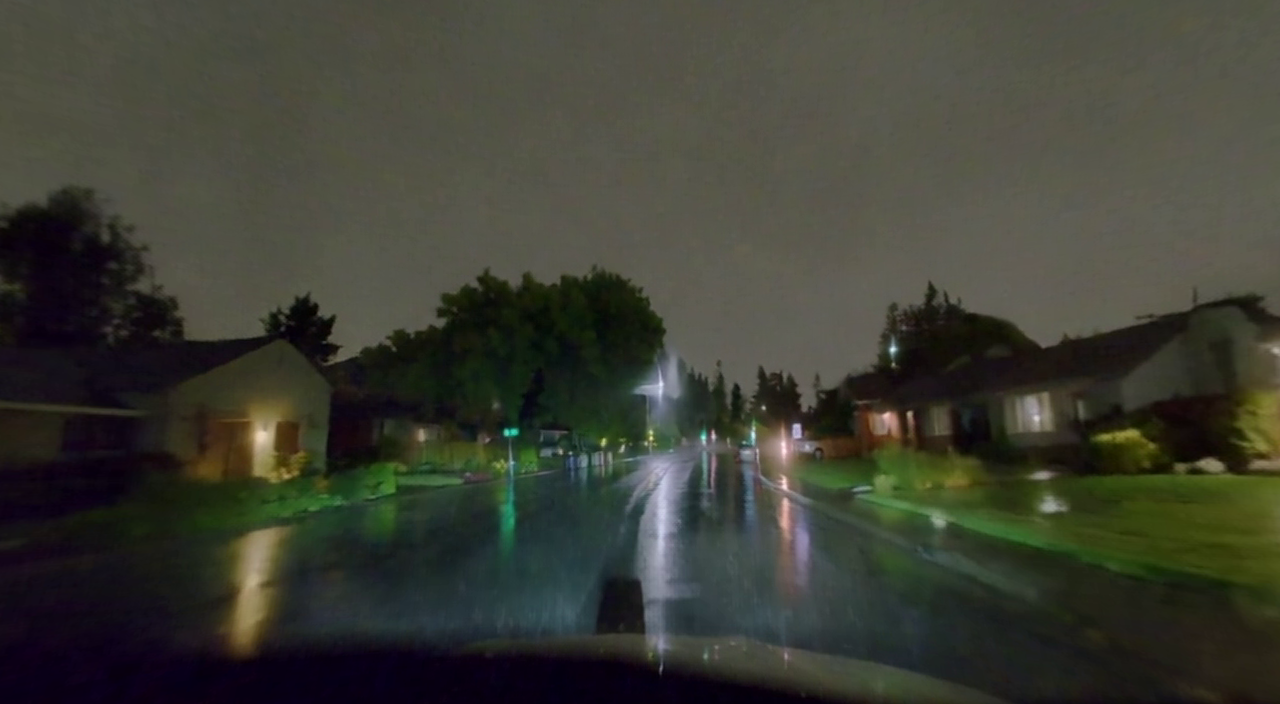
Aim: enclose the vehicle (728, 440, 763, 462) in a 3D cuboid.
[{"bbox_3d":[7.787,7.392,47.200,2.088,1.522,4.449,-1,-8,3],"label":"vehicle"}]
